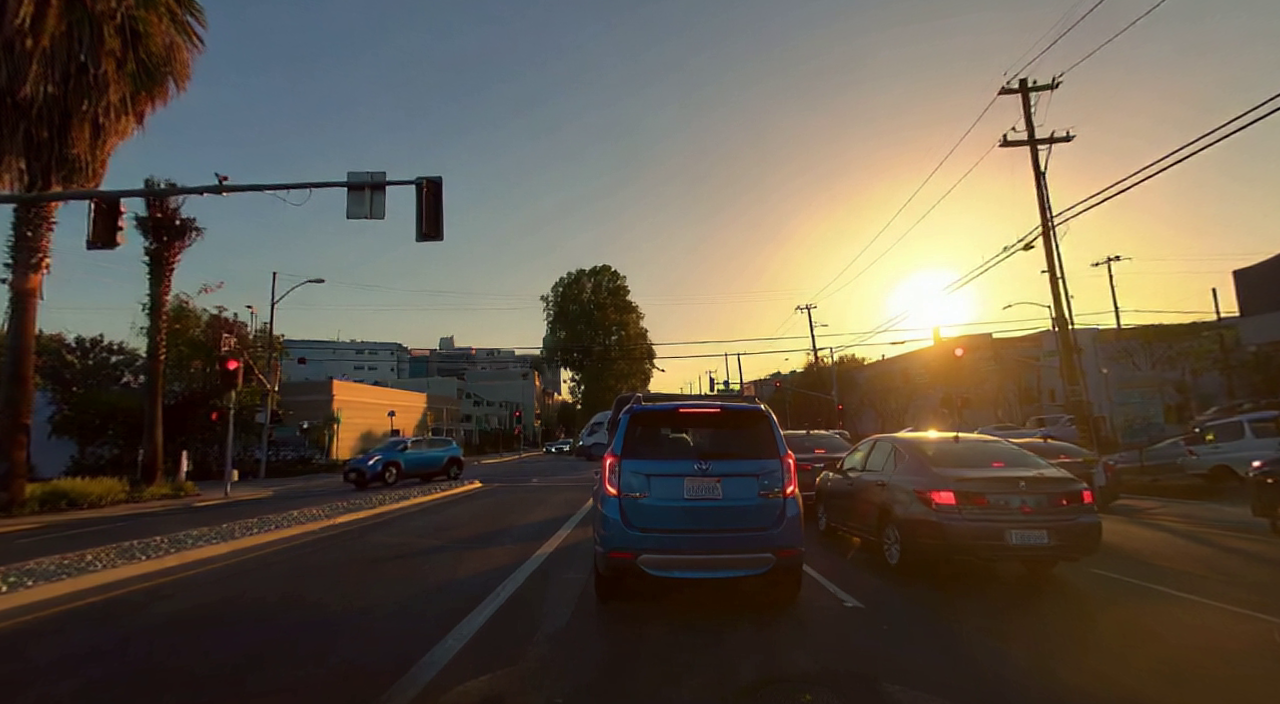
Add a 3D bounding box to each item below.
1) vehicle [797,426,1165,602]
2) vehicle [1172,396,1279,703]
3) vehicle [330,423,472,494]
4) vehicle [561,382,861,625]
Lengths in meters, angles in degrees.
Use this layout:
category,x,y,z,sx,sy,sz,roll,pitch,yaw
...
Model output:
category,x,y,z,sx,sy,sz,roll,pitch,yaw
vehicle,3.426,1.689,7.509,1.895,1.456,4.255,0,-9,-2
vehicle,3.348,0.652,0.658,1.805,1.485,4.348,0,-9,1
vehicle,-9.955,4.502,27.015,2.230,2.653,5.869,-3,-9,20
vehicle,0.449,1.435,6.888,2.228,1.780,4.269,0,-9,-2
